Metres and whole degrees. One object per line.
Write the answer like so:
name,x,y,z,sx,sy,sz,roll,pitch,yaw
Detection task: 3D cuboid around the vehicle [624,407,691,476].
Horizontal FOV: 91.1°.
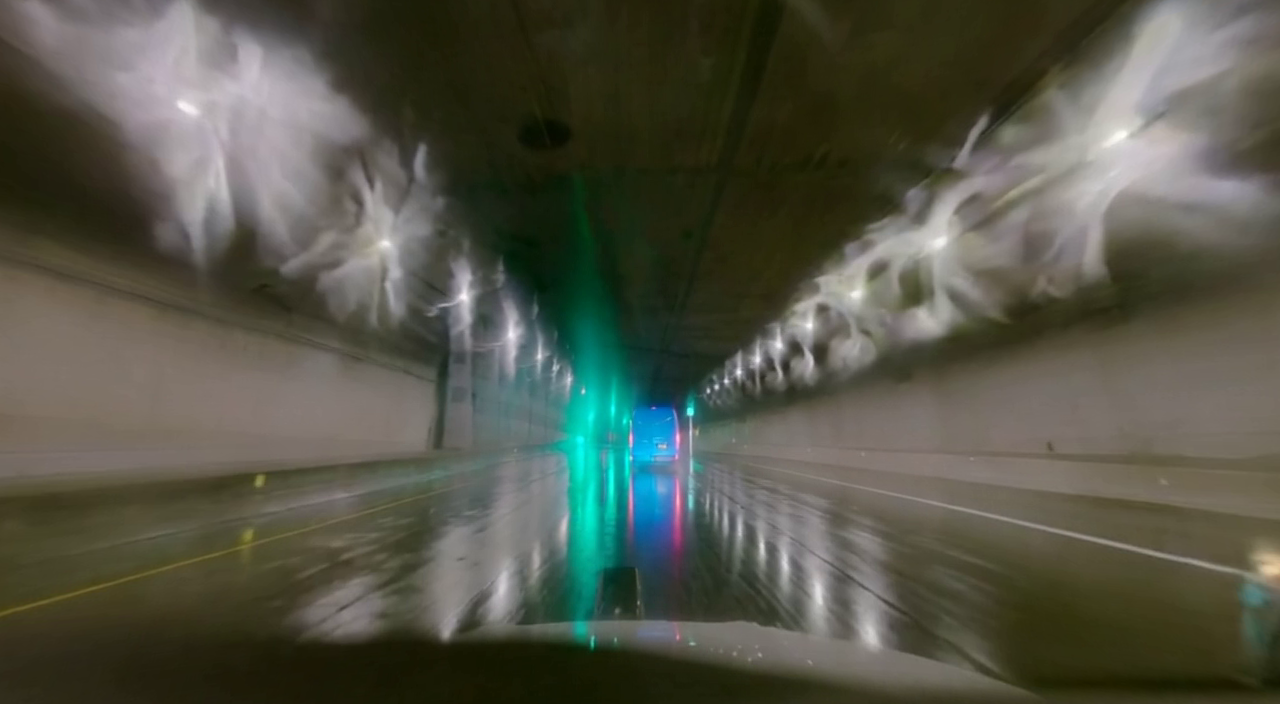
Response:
vehicle,0.617,3.623,25.616,2.404,2.459,5.229,0,-8,0
